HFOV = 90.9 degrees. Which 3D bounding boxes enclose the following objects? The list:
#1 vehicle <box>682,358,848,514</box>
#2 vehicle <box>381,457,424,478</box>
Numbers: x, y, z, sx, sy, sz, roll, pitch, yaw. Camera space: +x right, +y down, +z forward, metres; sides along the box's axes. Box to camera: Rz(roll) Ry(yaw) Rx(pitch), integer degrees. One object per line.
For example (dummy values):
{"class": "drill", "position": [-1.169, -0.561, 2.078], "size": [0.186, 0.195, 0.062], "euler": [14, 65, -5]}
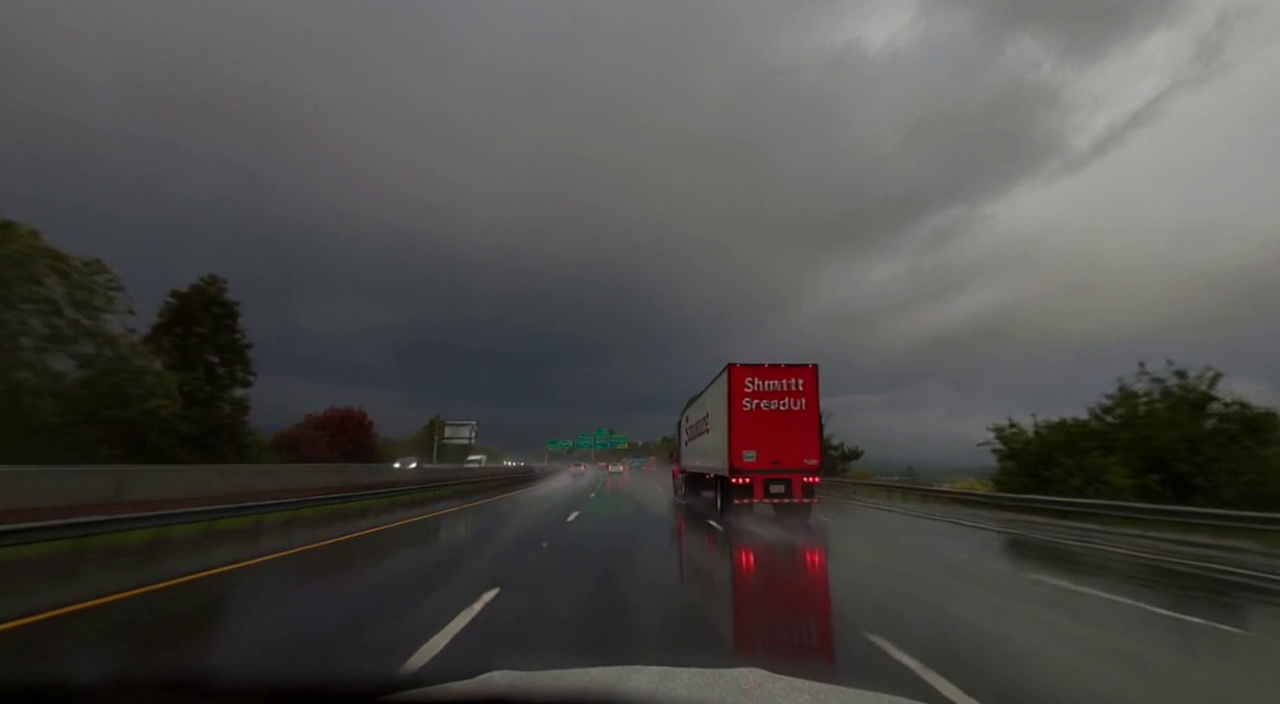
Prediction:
{"class": "vehicle", "position": [3.925, 3.560, 24.518], "size": [2.992, 4.300, 13.967], "euler": [1, -10, -3]}
{"class": "vehicle", "position": [-18.101, 8.854, 48.231], "size": [1.882, 1.505, 3.868], "euler": [1, -10, -2]}
